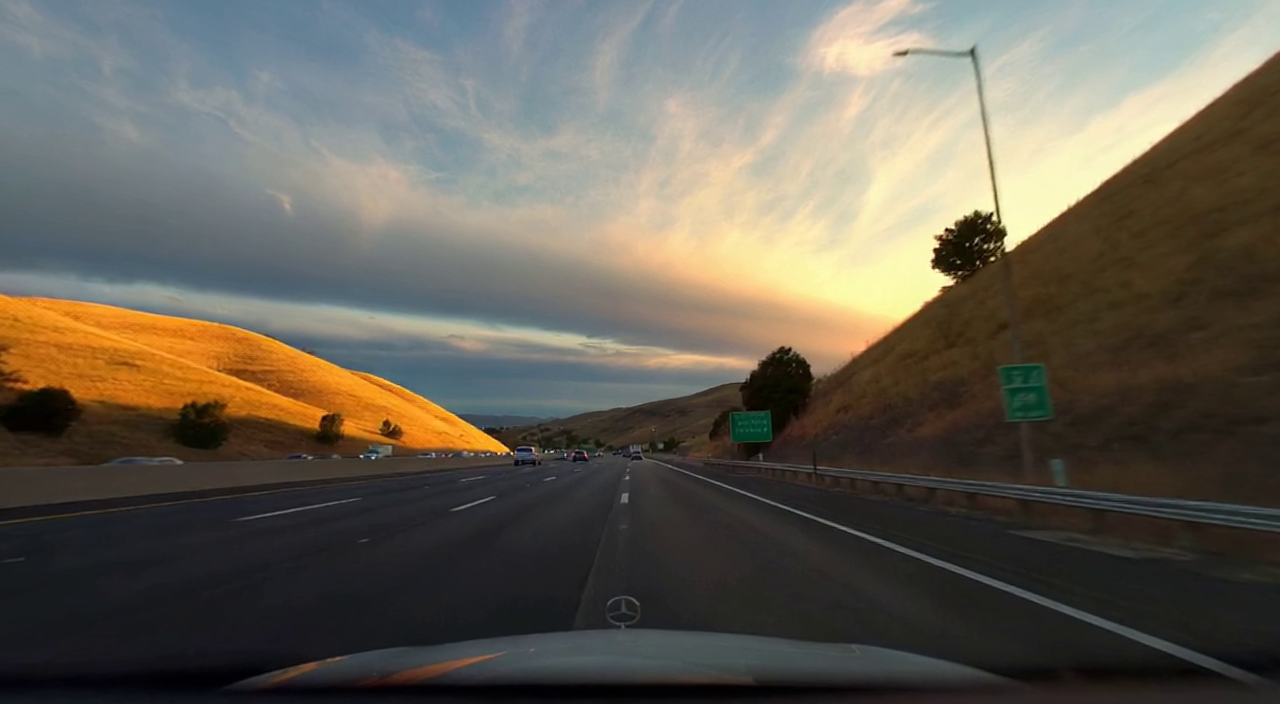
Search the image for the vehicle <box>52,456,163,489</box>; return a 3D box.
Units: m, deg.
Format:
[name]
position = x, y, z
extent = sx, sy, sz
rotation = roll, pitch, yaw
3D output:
[vehicle]
position = -26.600, 6.019, 31.656
extent = 1.852, 1.481, 4.222
rotation = 0, -9, 0
